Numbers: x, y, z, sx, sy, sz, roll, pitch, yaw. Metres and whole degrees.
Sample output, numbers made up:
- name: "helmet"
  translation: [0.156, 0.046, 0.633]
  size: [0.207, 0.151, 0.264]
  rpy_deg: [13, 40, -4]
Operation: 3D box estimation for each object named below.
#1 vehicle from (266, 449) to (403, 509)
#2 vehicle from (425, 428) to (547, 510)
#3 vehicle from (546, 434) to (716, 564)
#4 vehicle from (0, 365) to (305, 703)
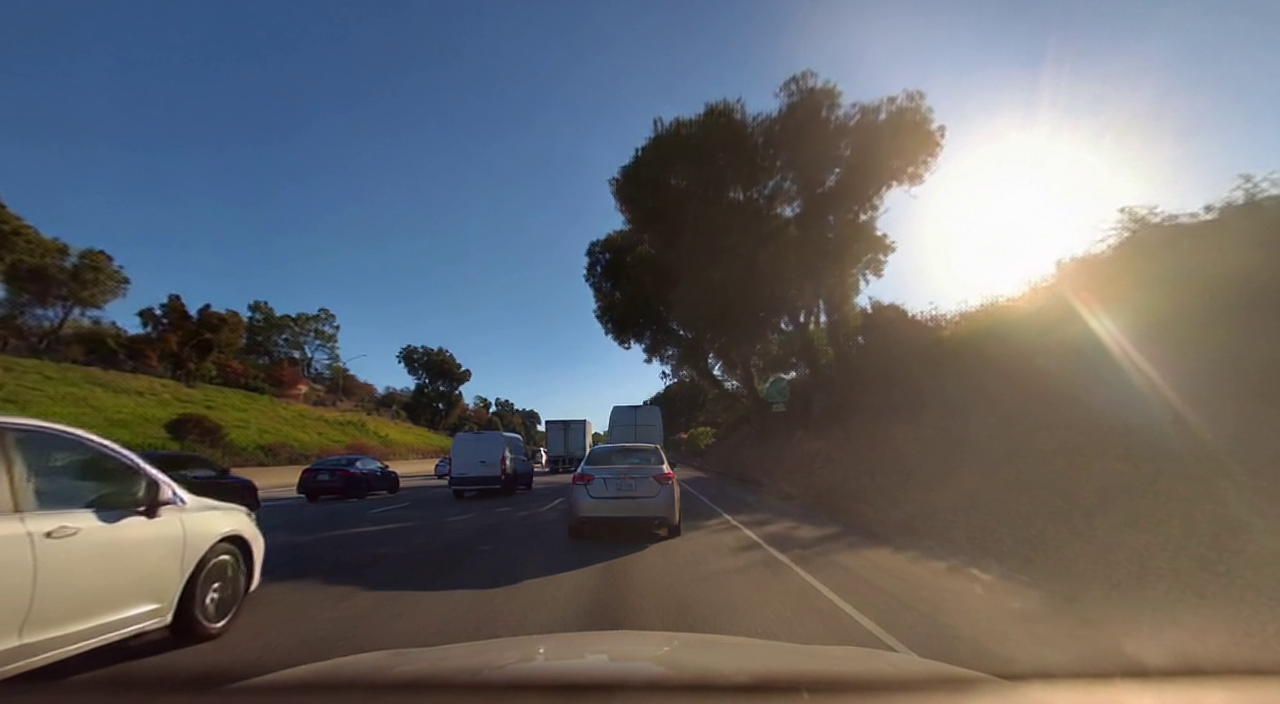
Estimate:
- name: "vehicle"
  translation: [-8.394, 3.487, 17.772]
  size: [1.826, 1.465, 3.916]
  rpy_deg: [-1, -9, 1]
- name: "vehicle"
  translation: [-3.997, 3.134, 17.300]
  size: [2.055, 1.913, 4.584]
  rpy_deg: [-1, -9, 2]
- name: "vehicle"
  translation: [-0.135, 2.007, 9.202]
  size: [1.995, 1.495, 3.380]
  rpy_deg: [0, -9, -1]
- name: "vehicle"
  translation: [-3.615, 0.903, 2.601]
  size: [2.029, 1.656, 4.437]
  rpy_deg: [0, -9, 0]
